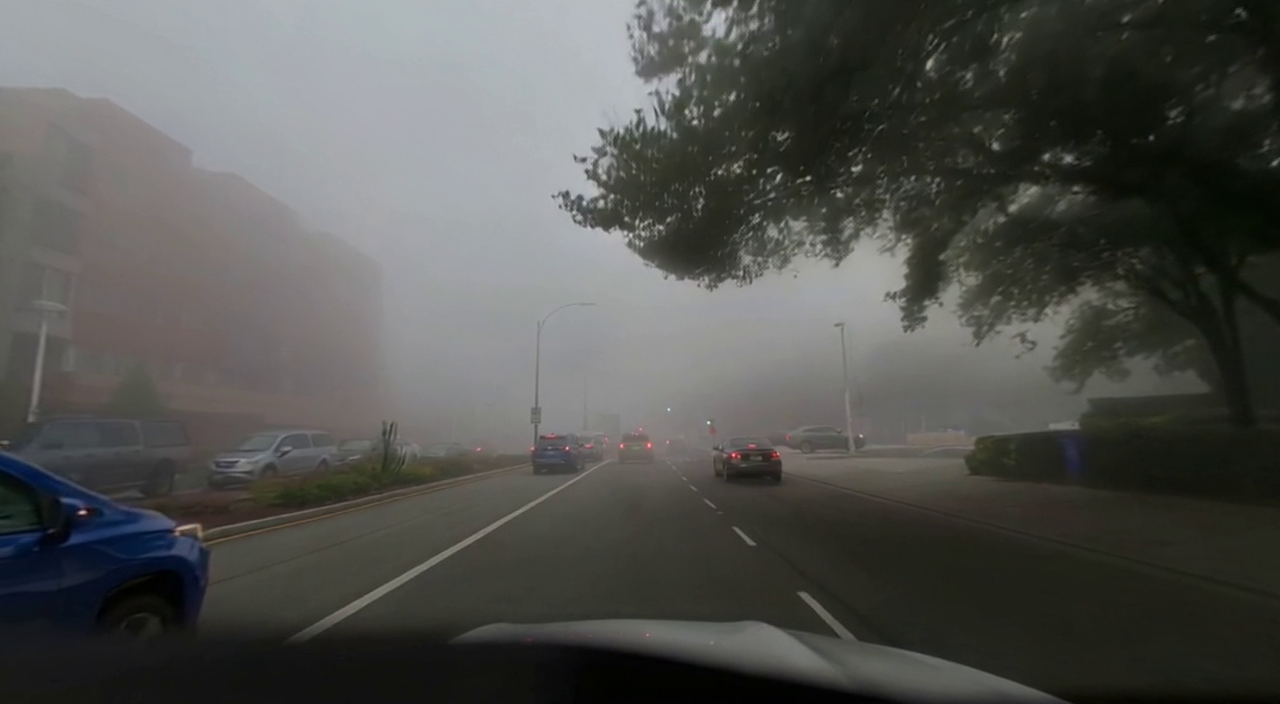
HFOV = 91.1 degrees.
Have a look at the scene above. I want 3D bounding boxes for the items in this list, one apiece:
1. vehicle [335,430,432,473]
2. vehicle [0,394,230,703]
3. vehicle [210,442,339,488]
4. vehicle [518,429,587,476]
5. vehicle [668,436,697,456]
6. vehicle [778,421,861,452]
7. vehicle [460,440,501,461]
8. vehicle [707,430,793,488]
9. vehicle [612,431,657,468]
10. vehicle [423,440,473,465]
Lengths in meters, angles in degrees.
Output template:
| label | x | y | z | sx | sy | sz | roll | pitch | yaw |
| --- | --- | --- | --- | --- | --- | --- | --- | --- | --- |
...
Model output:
| label | x | y | z | sx | sy | sz | roll | pitch | yaw |
| --- | --- | --- | --- | --- | --- | --- | --- | --- | --- |
| vehicle | -12.226 | 4.808 | 30.497 | 2.245 | 1.908 | 5.613 | 0 | -8 | 1 |
| vehicle | -3.333 | 0.743 | 1.176 | 2.094 | 1.483 | 4.510 | 0 | -8 | 0 |
| vehicle | -12.550 | 3.877 | 21.939 | 1.824 | 1.447 | 4.442 | 0 | -8 | 0 |
| vehicle | -3.438 | 4.056 | 25.505 | 2.047 | 1.710 | 4.314 | 0 | -8 | 2 |
| vehicle | 3.229 | 7.179 | 48.045 | 1.948 | 1.475 | 4.093 | 0 | -8 | 0 |
| vehicle | 12.228 | 5.838 | 42.985 | 4.991 | 1.978 | 2.090 | -8 | -12 | 43 |
| vehicle | -12.184 | 7.517 | 48.232 | 1.924 | 1.511 | 4.640 | 0 | -8 | 0 |
| vehicle | 3.172 | 3.172 | 18.924 | 1.847 | 1.554 | 3.885 | 0 | -8 | 0 |
| vehicle | -0.231 | 4.743 | 30.616 | 2.022 | 1.700 | 4.084 | 0 | -8 | 1 |
| vehicle | -12.353 | 6.474 | 40.679 | 1.843 | 1.509 | 4.301 | 0 | -8 | 1 |
